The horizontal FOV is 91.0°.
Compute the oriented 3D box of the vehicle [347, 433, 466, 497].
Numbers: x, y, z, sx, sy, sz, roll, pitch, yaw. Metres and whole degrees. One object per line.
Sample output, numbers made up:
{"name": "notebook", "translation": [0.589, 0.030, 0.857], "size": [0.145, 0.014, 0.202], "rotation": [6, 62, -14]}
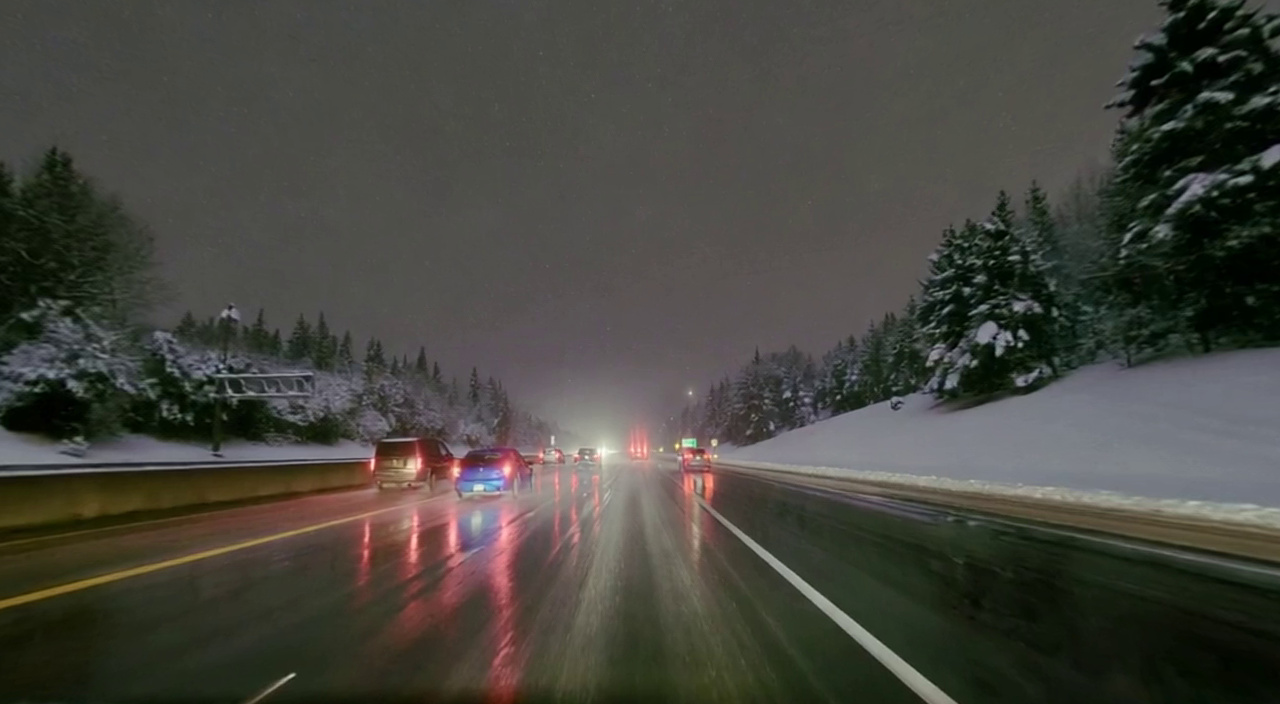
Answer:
{"name": "vehicle", "translation": [-7.495, 3.662, 20.803], "size": [2.142, 1.849, 4.566], "rotation": [0, -9, 0]}

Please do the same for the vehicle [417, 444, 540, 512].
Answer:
{"name": "vehicle", "translation": [-3.975, 3.158, 16.345], "size": [1.988, 1.506, 4.416], "rotation": [0, -9, 0]}

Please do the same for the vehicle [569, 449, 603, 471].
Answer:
{"name": "vehicle", "translation": [-3.862, 7.755, 45.400], "size": [2.071, 1.478, 4.130], "rotation": [0, -9, 0]}

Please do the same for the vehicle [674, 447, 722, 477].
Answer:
{"name": "vehicle", "translation": [3.049, 5.909, 34.085], "size": [2.141, 1.507, 4.510], "rotation": [0, -9, -1]}

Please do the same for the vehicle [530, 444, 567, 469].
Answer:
{"name": "vehicle", "translation": [-6.972, 8.023, 48.424], "size": [2.111, 1.811, 4.391], "rotation": [0, -9, 1]}
